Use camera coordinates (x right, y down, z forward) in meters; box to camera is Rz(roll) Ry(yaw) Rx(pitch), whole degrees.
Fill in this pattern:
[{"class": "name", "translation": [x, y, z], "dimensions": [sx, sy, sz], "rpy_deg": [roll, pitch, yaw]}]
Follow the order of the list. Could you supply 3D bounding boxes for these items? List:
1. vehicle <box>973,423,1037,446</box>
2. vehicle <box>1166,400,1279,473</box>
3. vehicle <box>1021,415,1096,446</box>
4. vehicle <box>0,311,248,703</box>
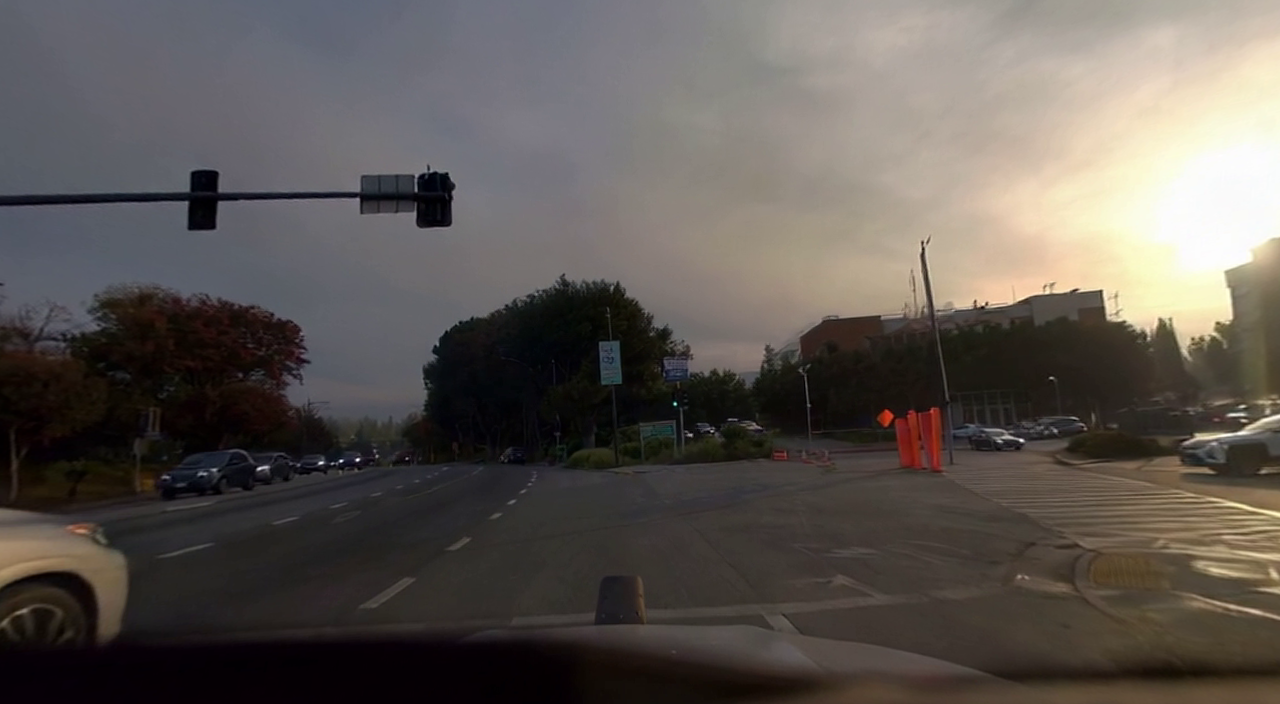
[{"class": "vehicle", "translation": [26.142, 5.918, 45.252], "dimensions": [3.966, 1.585, 1.921], "rpy_deg": [4, -10, -26]}, {"class": "vehicle", "translation": [17.089, 2.177, 16.278], "dimensions": [4.857, 1.803, 2.147], "rpy_deg": [-4, -10, 24]}, {"class": "vehicle", "translation": [27.644, 5.205, 41.732], "dimensions": [4.523, 1.908, 1.930], "rpy_deg": [3, -9, -25]}, {"class": "vehicle", "translation": [-3.540, 0.589, 1.320], "dimensions": [2.134, 1.799, 5.082], "rpy_deg": [0, -9, 0]}]
